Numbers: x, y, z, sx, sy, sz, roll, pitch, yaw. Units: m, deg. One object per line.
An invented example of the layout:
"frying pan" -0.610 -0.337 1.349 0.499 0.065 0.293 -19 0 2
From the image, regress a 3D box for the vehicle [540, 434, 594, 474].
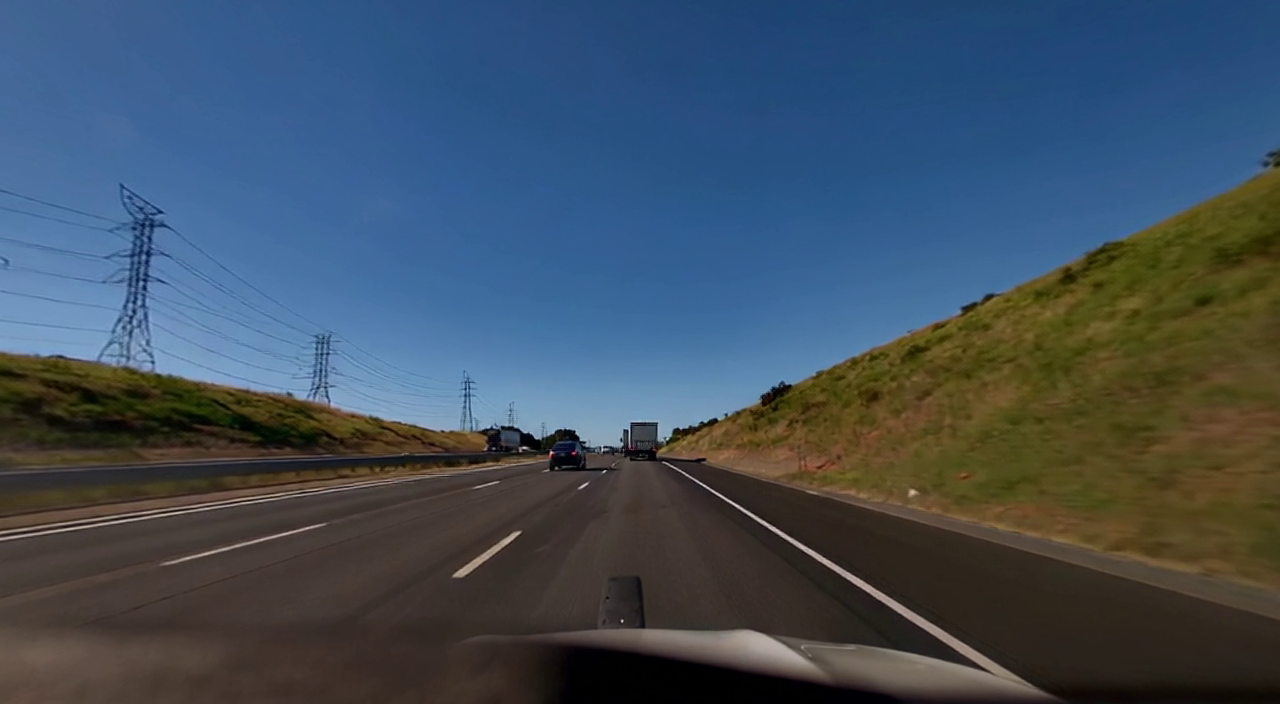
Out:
"vehicle" -3.773 5.388 33.389 2.207 1.949 4.911 0 -9 1
